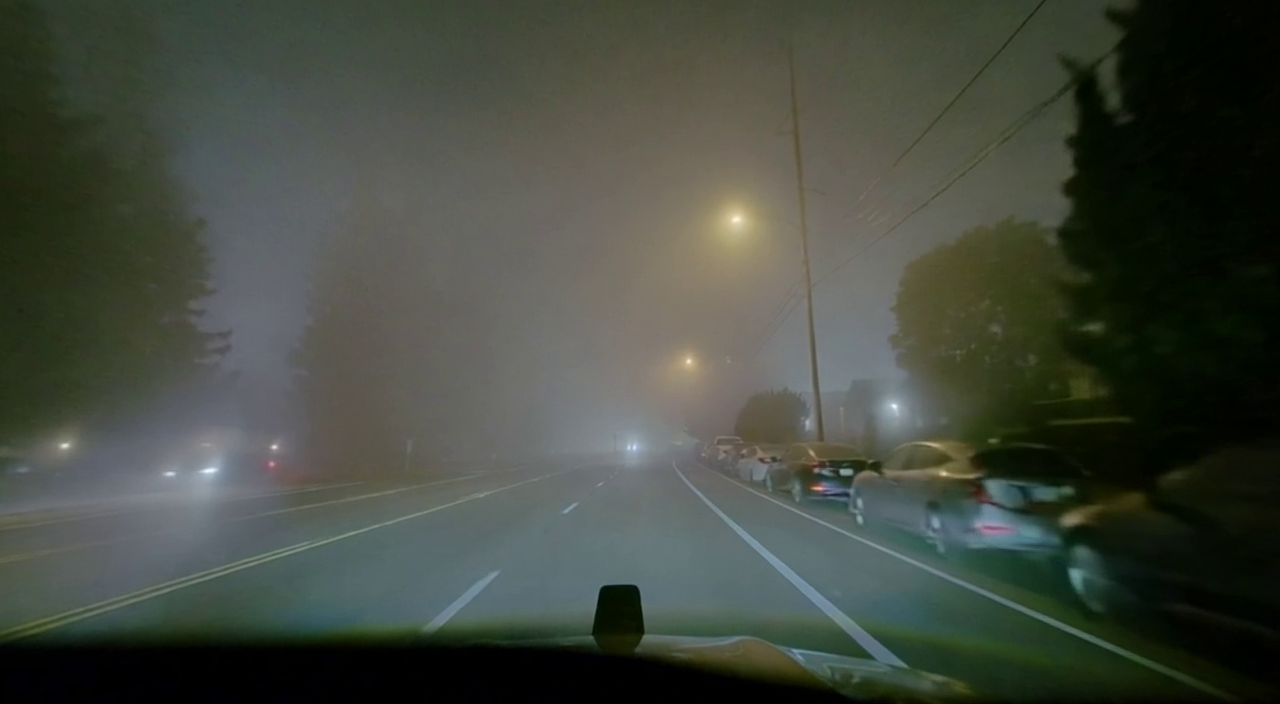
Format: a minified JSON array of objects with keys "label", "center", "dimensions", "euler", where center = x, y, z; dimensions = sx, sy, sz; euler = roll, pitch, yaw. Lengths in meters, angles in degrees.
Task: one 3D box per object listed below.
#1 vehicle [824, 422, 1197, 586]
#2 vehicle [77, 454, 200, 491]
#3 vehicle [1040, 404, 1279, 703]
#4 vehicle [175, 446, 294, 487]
[{"label":"vehicle","center":[4.199,1.796,8.403],"dimensions":[2.023,1.529,4.771],"euler":[0,-9,-1]},{"label":"vehicle","center":[-23.348,5.589,29.695],"dimensions":[1.931,1.500,4.688],"euler":[0,-9,0]},{"label":"vehicle","center":[4.216,0.979,2.838],"dimensions":[1.899,1.529,4.406],"euler":[0,-9,-1]},{"label":"vehicle","center":[-16.398,4.618,25.859],"dimensions":[1.973,1.522,4.188],"euler":[0,-9,2]}]
